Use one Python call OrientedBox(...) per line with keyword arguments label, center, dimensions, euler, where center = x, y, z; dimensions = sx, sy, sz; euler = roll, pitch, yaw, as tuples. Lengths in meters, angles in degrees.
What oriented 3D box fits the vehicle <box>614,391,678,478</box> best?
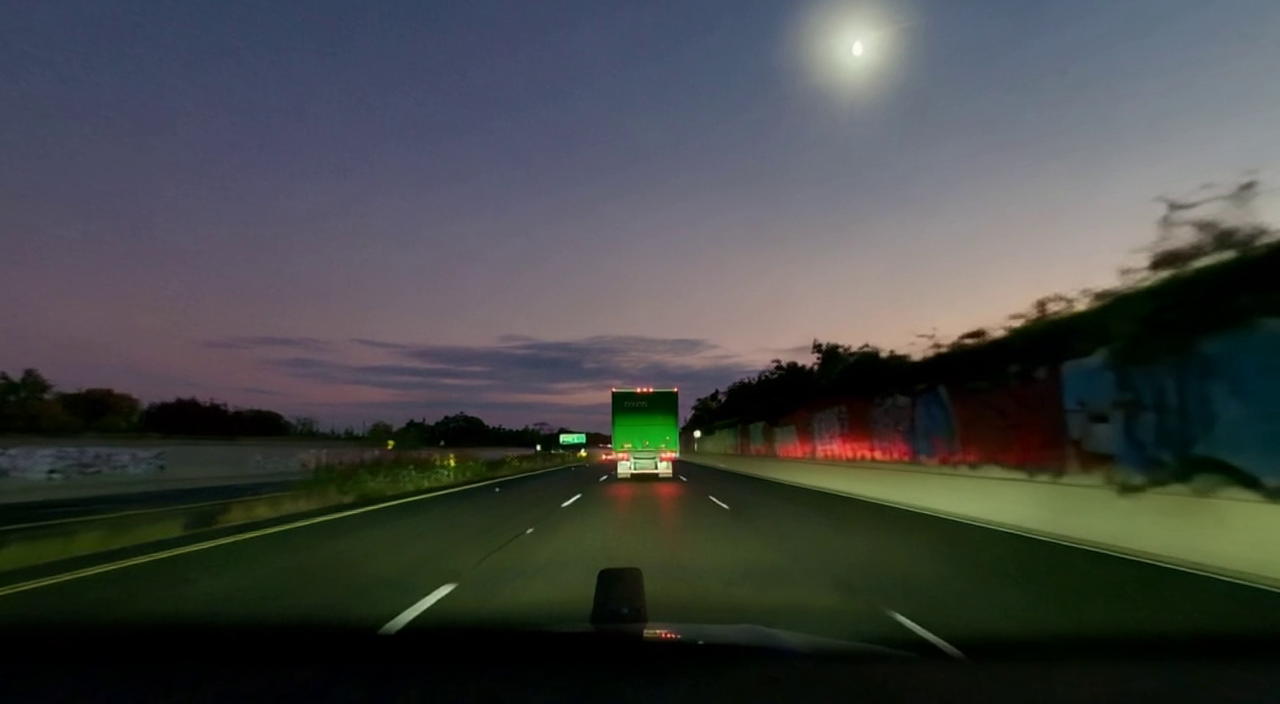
OrientedBox(label="vehicle", center=(0.158, 4.526, 33.681), dimensions=(2.900, 3.955, 10.151), euler=(0, -9, -1))
